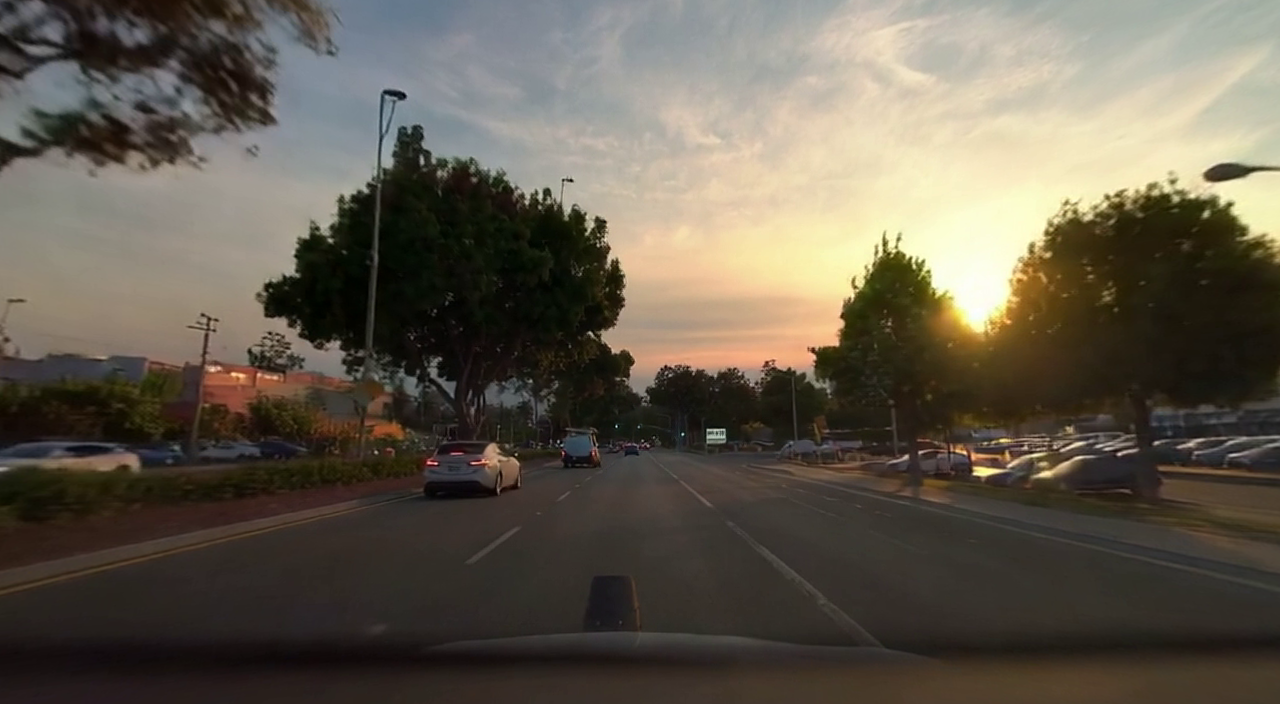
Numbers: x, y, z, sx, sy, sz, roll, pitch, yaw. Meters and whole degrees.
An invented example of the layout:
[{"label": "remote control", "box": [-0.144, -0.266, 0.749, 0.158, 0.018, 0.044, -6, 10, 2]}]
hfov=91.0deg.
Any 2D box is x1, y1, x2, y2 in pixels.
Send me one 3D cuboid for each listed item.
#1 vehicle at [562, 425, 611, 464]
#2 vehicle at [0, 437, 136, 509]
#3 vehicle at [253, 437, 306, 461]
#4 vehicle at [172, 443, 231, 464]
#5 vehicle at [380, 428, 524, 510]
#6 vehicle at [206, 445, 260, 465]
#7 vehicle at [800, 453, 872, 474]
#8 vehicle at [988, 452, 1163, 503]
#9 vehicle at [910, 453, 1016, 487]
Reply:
[{"label": "vehicle", "box": [-3.648, 6.543, 44.583, 2.917, 2.524, 6.990, 0, -9, -1]}, {"label": "vehicle", "box": [-16.306, 3.146, 16.700, 2.104, 1.689, 4.476, 0, -9, 0]}, {"label": "vehicle", "box": [-28.124, 7.534, 49.238, 1.789, 1.532, 3.805, 7, -7, 0]}, {"label": "vehicle", "box": [-34.366, 7.965, 49.473, 1.804, 1.562, 3.847, 2, -9, 0]}, {"label": "vehicle", "box": [-4.276, 2.732, 15.147, 2.109, 1.672, 4.256, 0, -9, 0]}, {"label": "vehicle", "box": [-32.195, 8.155, 49.890, 1.724, 1.479, 3.791, 0, -9, -1]}, {"label": "vehicle", "box": [14.887, 8.489, 47.994, 4.788, 1.464, 2.083, -1, -10, 0]}, {"label": "vehicle", "box": [16.718, 4.823, 24.415, 5.041, 1.803, 2.182, -1, -9, 2]}, {"label": "vehicle", "box": [16.808, 6.130, 32.894, 4.413, 1.659, 1.913, 0, -9, -1]}]
